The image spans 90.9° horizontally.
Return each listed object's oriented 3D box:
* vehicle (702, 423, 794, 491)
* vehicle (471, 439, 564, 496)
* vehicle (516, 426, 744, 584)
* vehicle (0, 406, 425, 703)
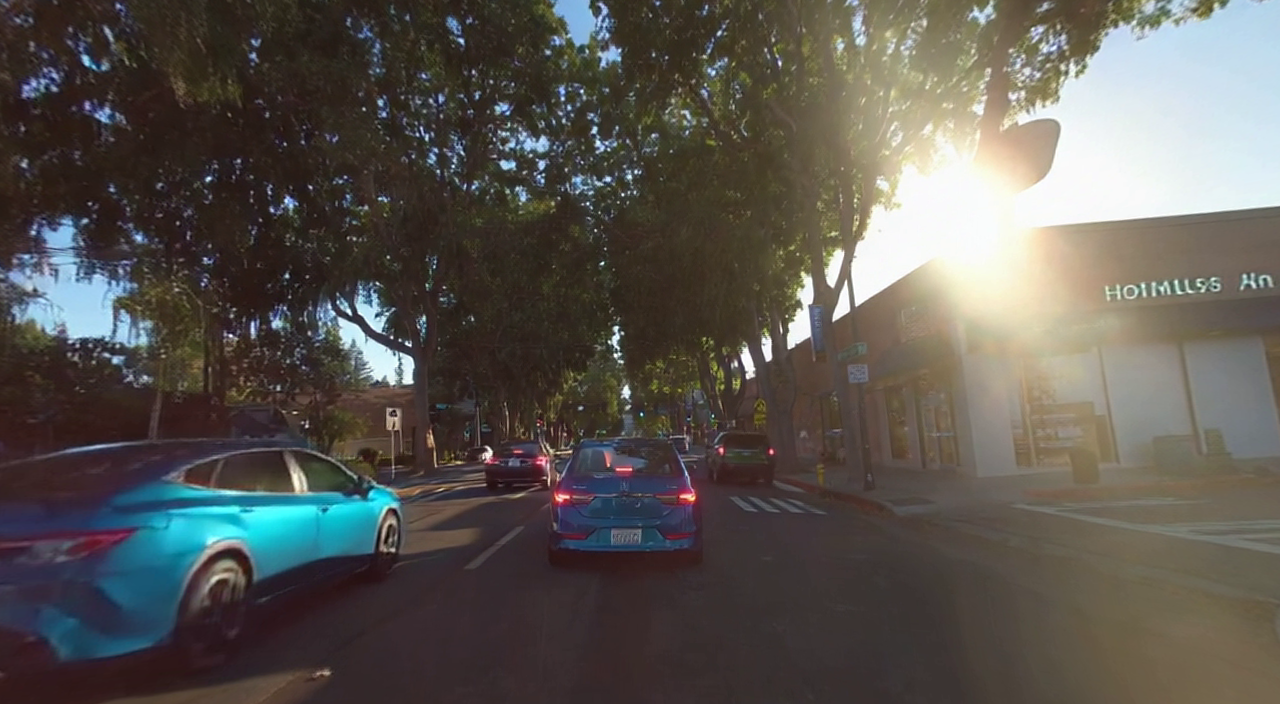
[{"bbox_3d":[3.395,3.422,20.826,2.152,1.987,4.527,0,-9,-1],"label":"vehicle"},{"bbox_3d":[-3.467,3.346,18.649,1.905,1.473,4.016,0,-9,1],"label":"vehicle"},{"bbox_3d":[-0.108,1.758,8.064,2.160,1.482,4.037,0,-9,0],"label":"vehicle"},{"bbox_3d":[-3.373,1.260,4.527,2.029,1.456,4.414,0,-9,1],"label":"vehicle"}]
